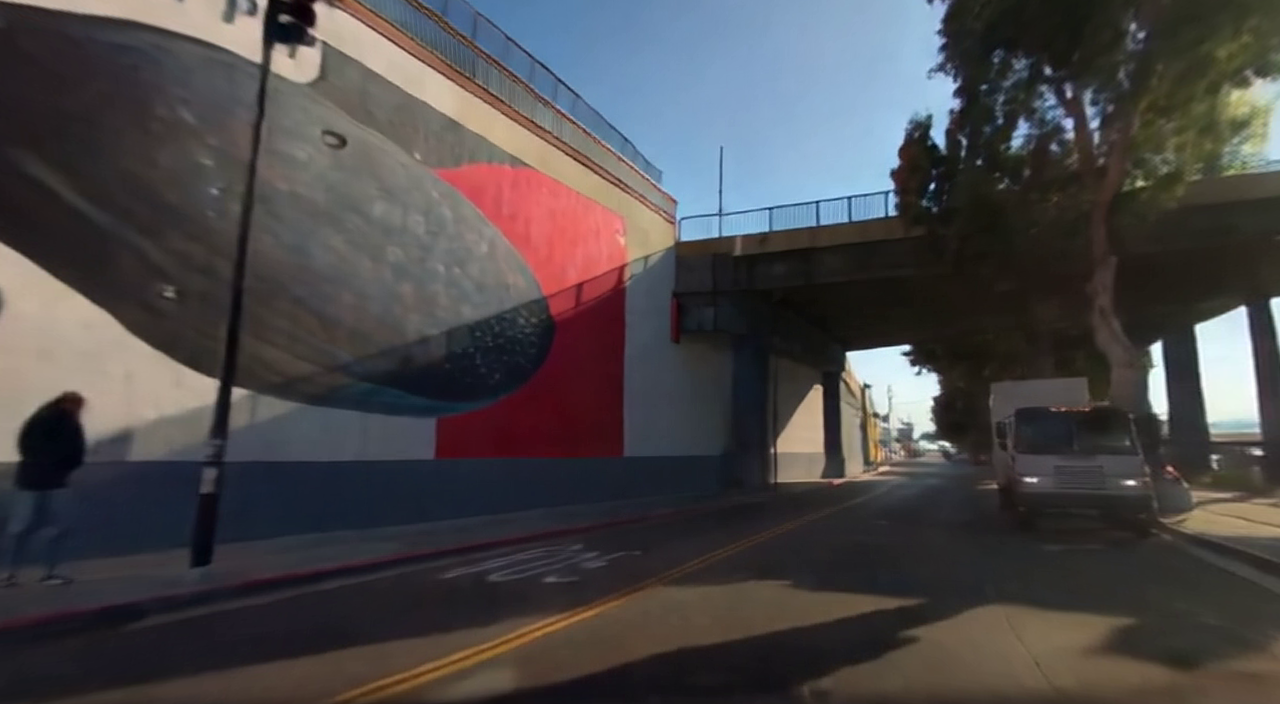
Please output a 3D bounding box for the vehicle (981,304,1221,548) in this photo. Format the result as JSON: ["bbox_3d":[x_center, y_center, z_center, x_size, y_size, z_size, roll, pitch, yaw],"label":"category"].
[{"bbox_3d":[9.938,1.857,14.828,2.849,3.893,9.347,-4,-10,27],"label":"vehicle"}]
